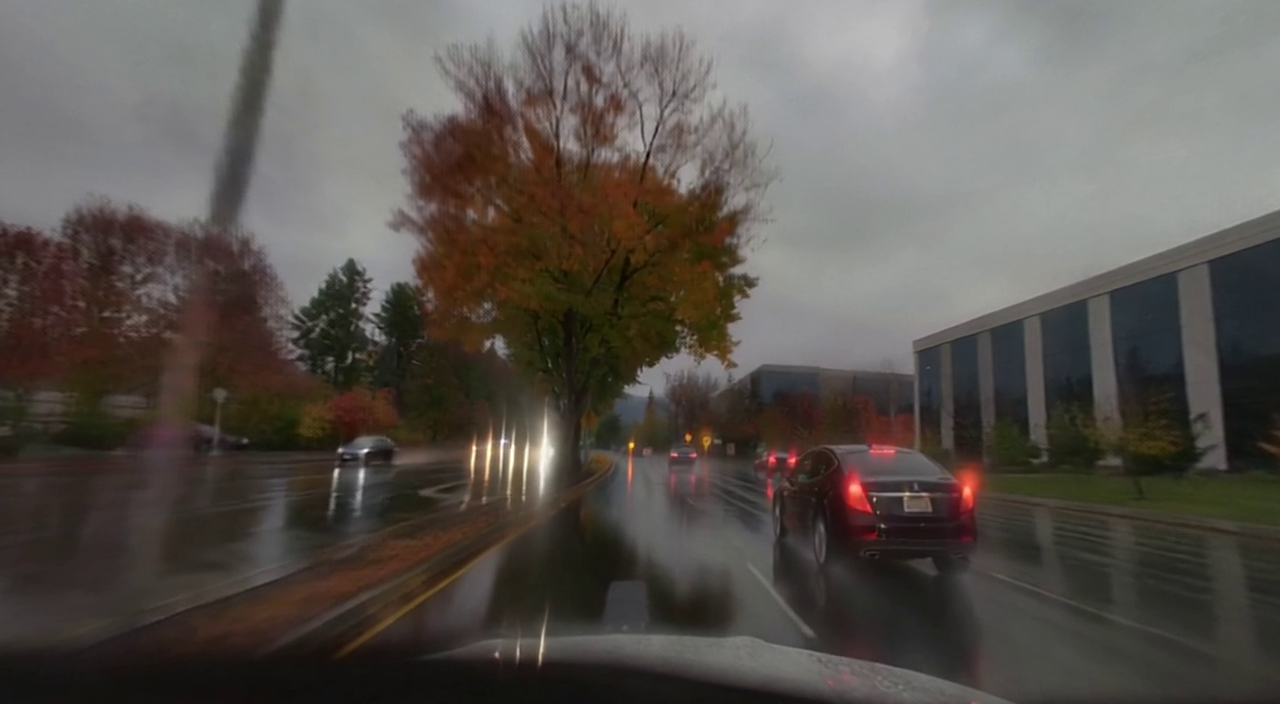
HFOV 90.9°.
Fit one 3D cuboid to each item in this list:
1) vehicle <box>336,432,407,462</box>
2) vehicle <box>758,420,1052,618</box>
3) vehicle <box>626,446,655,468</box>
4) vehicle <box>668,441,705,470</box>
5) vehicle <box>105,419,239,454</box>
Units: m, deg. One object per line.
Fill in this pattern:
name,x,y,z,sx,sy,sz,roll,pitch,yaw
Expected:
vehicle,-15.340,5.447,36.293,2.029,1.588,4.654,0,-8,0
vehicle,2.801,1.798,7.704,1.901,1.634,3.896,4,-8,0
vehicle,0.011,7.370,44.451,1.991,1.477,3.814,0,-8,0
vehicle,3.304,7.436,45.455,2.154,1.844,4.634,3,-9,-1
vehicle,-27.023,4.916,36.534,6.055,1.910,2.113,0,-8,1
